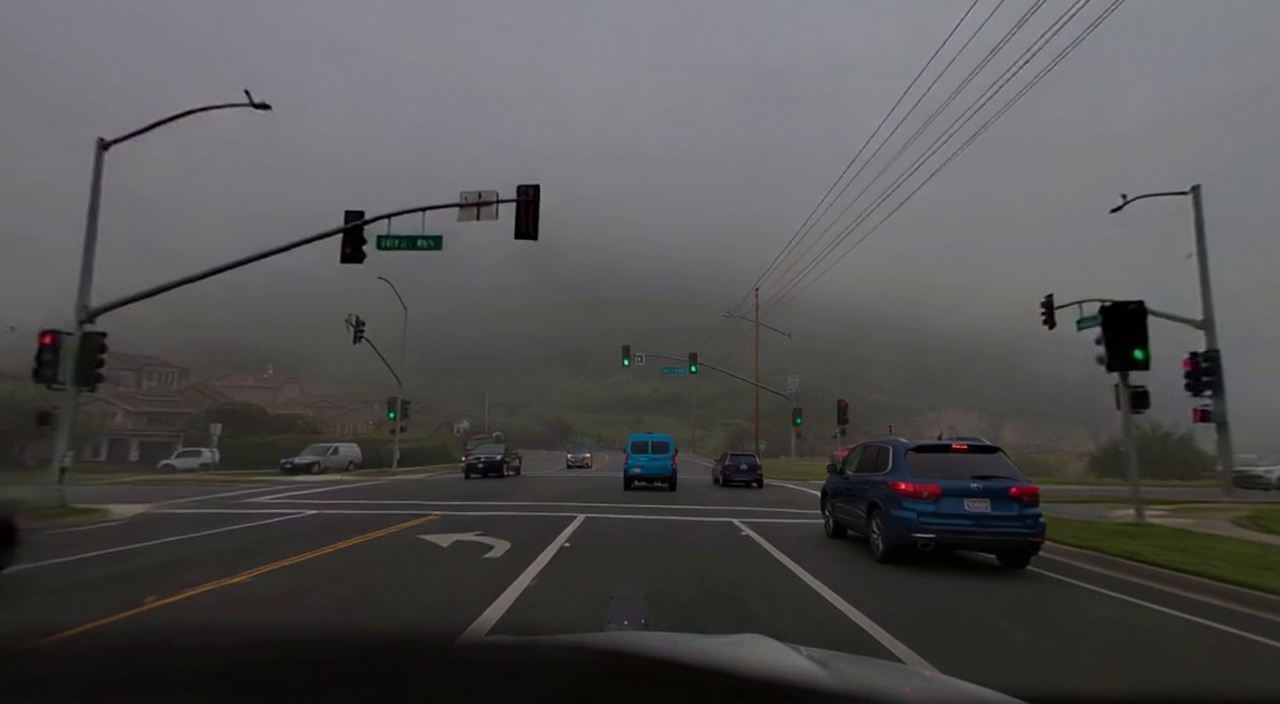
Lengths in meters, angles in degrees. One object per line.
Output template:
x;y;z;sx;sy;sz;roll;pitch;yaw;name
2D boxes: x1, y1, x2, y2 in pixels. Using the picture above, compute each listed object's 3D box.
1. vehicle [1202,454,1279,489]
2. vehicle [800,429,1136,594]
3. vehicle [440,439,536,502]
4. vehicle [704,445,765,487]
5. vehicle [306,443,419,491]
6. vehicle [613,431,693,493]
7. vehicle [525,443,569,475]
29.145;5.453;28.935;4.649;1.481;2.019;0;-9;1;vehicle
3.951;1.980;8.842;2.155;1.658;4.721;0;-8;0;vehicle
-4.960;3.676;20.082;2.059;1.749;4.458;4;-9;-25;vehicle
3.901;4.776;26.794;1.957;1.646;4.355;0;-8;0;vehicle
-11.860;4.848;26.931;4.530;1.864;1.999;-5;-10;29;vehicle
0.445;4.011;23.420;2.636;2.011;5.130;0;-8;0;vehicle
-5.568;6.426;38.073;1.983;1.801;4.391;0;-8;0;vehicle
